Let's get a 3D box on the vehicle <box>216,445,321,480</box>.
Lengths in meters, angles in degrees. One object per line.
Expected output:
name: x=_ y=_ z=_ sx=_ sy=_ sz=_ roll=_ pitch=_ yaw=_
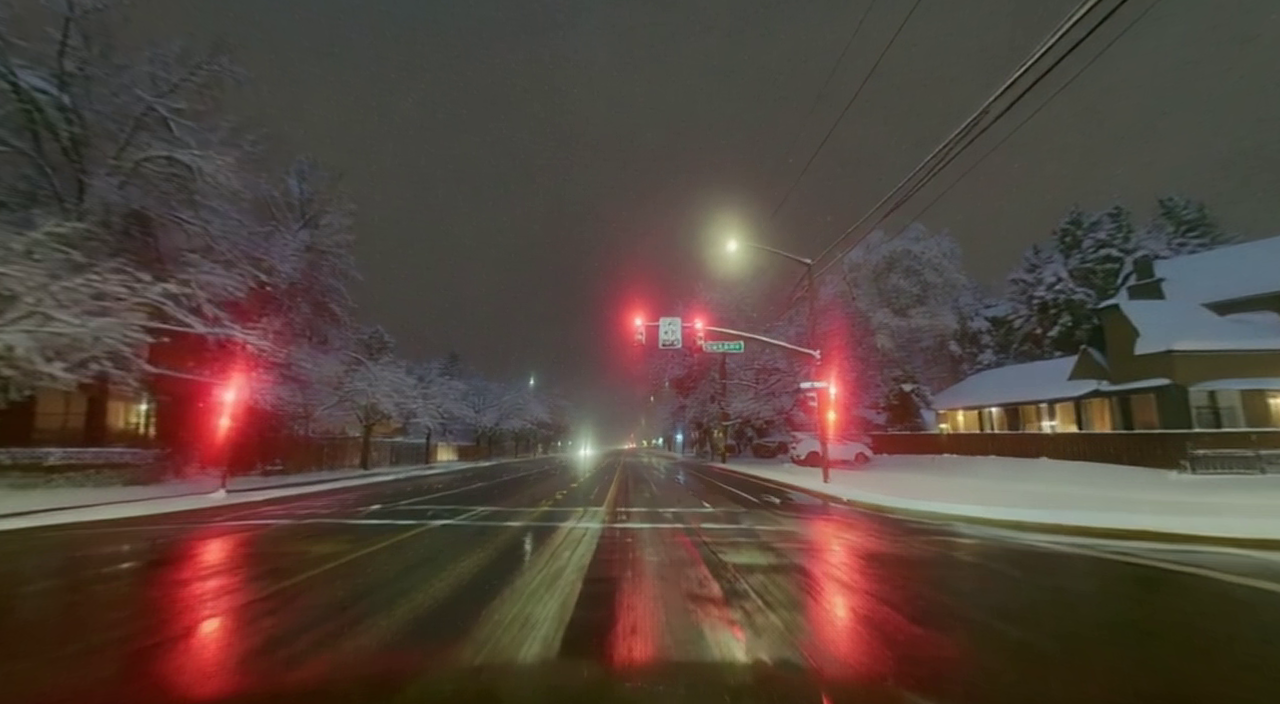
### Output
vehicle: x=-18.773 y=5.570 z=32.072 sx=4.115 sy=1.699 sz=1.848 roll=0 pitch=-9 yaw=-1

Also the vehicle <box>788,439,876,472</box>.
vehicle: x=10.983 y=5.928 z=36.291 sx=4.423 sy=1.779 sz=1.883 roll=0 pitch=-9 yaw=1
